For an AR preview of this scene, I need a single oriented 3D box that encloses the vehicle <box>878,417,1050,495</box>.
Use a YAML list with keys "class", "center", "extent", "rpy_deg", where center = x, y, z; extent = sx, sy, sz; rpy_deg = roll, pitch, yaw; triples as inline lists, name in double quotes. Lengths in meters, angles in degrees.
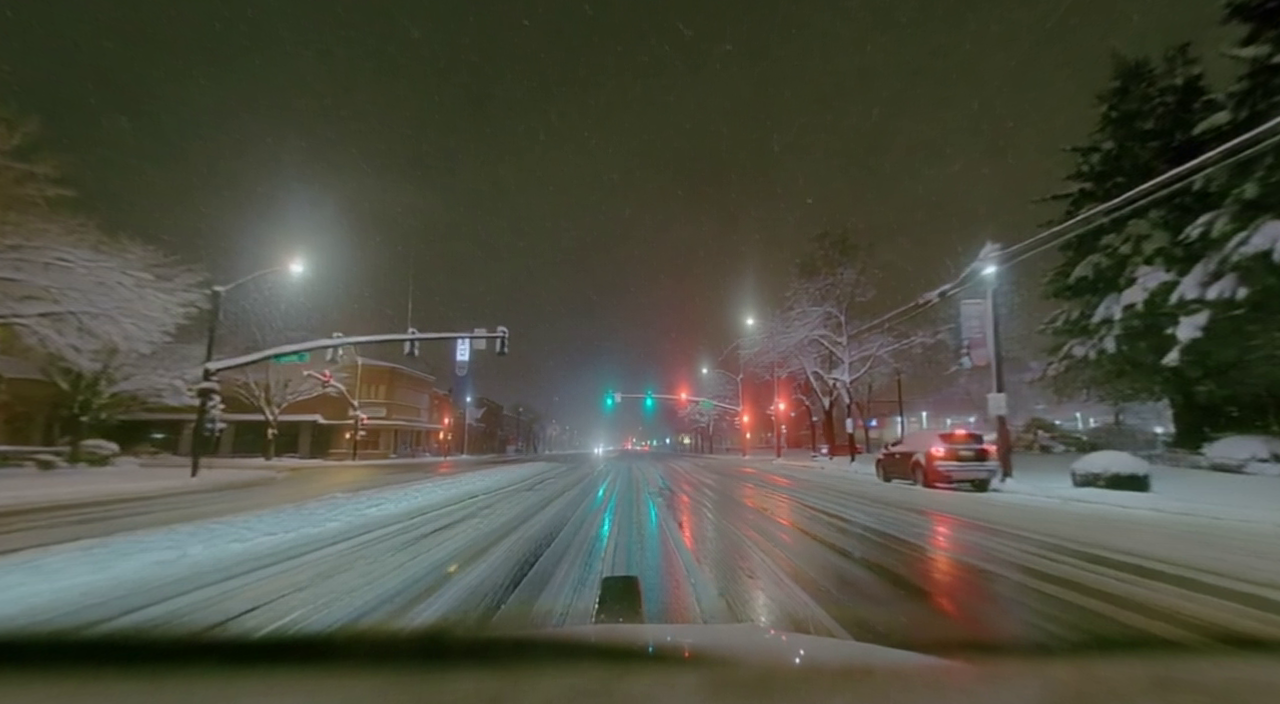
- class: "vehicle"
  center: [9.985, 3.279, 20.241]
  extent: [2.273, 2.103, 5.788]
  rpy_deg: [0, -8, -2]
